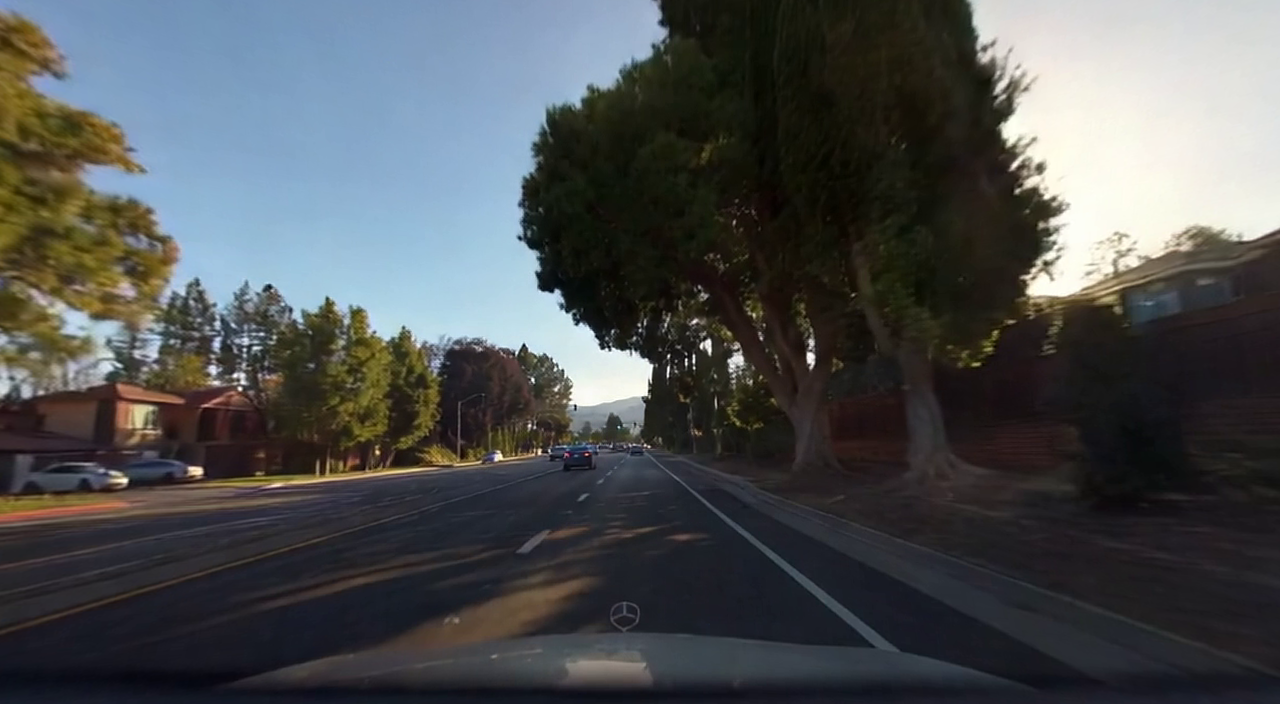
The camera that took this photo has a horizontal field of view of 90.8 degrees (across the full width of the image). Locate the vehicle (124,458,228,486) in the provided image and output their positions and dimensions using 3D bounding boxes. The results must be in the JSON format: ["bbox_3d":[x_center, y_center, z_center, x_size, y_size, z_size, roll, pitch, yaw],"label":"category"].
[{"bbox_3d":[-27.502,7.095,37.569,4.560,1.541,2.051,0,-8,1],"label":"vehicle"}]

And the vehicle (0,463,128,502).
[{"bbox_3d":[-24.738,5.449,26.494,4.743,1.482,2.164,-1,-8,3],"label":"vehicle"}]

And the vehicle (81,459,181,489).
[{"bbox_3d":[-27.588,6.602,34.319,3.641,1.519,2.003,0,-8,0],"label":"vehicle"}]

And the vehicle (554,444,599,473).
[{"bbox_3d":[-3.309,5.630,33.728,1.992,1.447,4.044,0,-8,0],"label":"vehicle"}]
